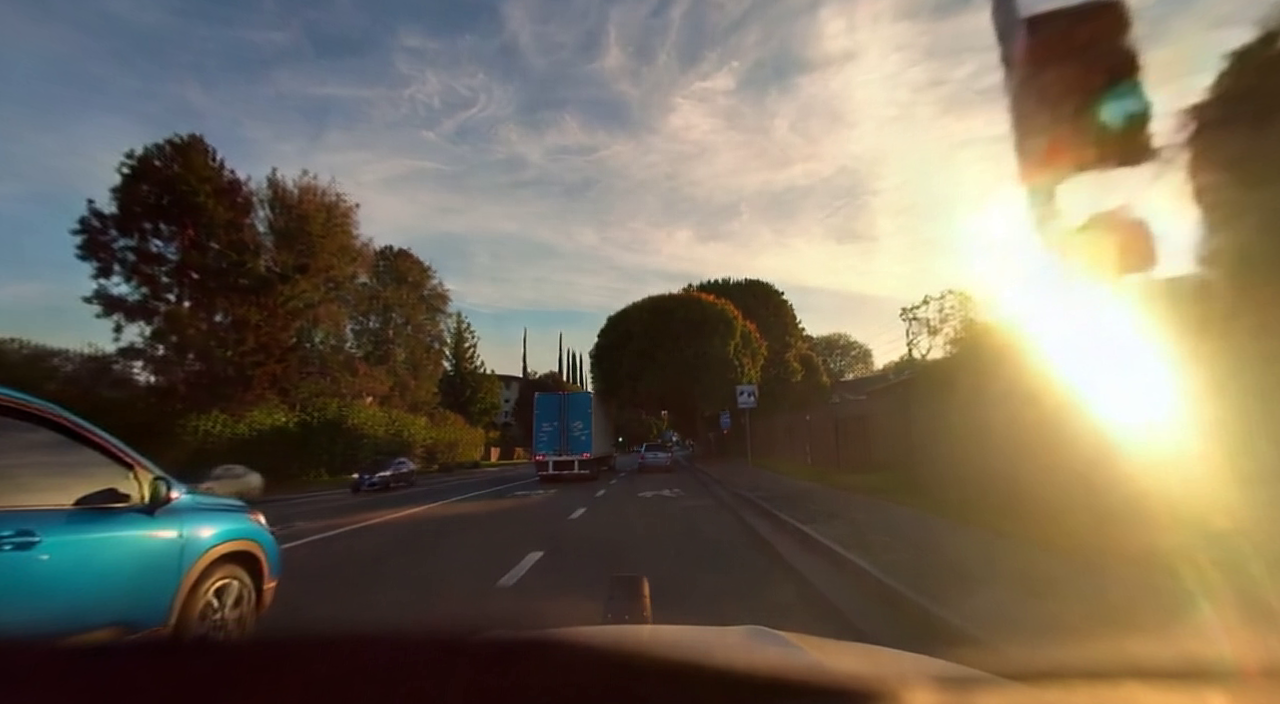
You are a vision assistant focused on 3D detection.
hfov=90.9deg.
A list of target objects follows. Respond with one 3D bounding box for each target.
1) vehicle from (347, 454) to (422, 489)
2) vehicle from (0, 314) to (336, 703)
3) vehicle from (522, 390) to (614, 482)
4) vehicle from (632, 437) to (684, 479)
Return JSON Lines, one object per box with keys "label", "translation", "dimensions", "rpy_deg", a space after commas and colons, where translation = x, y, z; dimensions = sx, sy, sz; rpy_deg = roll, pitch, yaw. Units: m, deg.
{"label": "vehicle", "translation": [-14.090, 6.583, 35.095], "dimensions": [2.123, 1.789, 4.609], "rpy_deg": [0, -9, 2]}
{"label": "vehicle", "translation": [-3.283, 0.793, 2.212], "dimensions": [2.093, 1.832, 4.508], "rpy_deg": [0, -9, 1]}
{"label": "vehicle", "translation": [-3.085, 4.050, 29.876], "dimensions": [2.928, 3.658, 8.980], "rpy_deg": [0, -9, 2]}
{"label": "vehicle", "translation": [0.786, 4.732, 28.311], "dimensions": [2.174, 1.749, 4.113], "rpy_deg": [0, -9, 1]}
